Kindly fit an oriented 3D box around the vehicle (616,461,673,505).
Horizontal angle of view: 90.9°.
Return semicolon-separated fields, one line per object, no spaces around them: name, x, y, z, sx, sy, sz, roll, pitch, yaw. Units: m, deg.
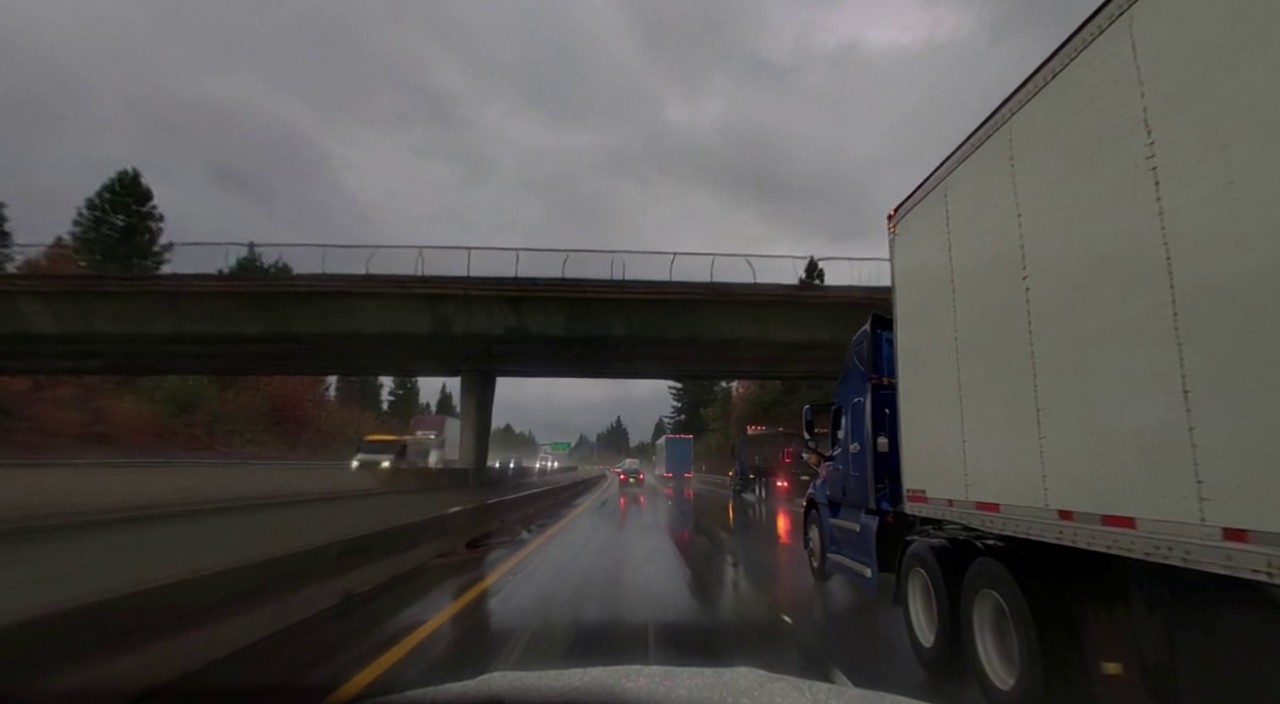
vehicle;0.163;5.069;24.597;2.067;1.552;3.601;1;-11;0

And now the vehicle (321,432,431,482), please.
vehicle;-10.146;4.156;24.719;2.207;1.713;4.723;1;-11;0

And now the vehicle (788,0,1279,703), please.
vehicle;3.707;-0.274;2.036;2.831;4.150;14.519;1;-11;0

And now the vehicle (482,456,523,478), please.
vehicle;-9.804;8.283;45.328;1.911;1.455;4.516;1;-11;0

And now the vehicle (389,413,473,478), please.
vehicle;-13.825;6.414;42.439;3.010;3.930;7.428;1;-10;-1
